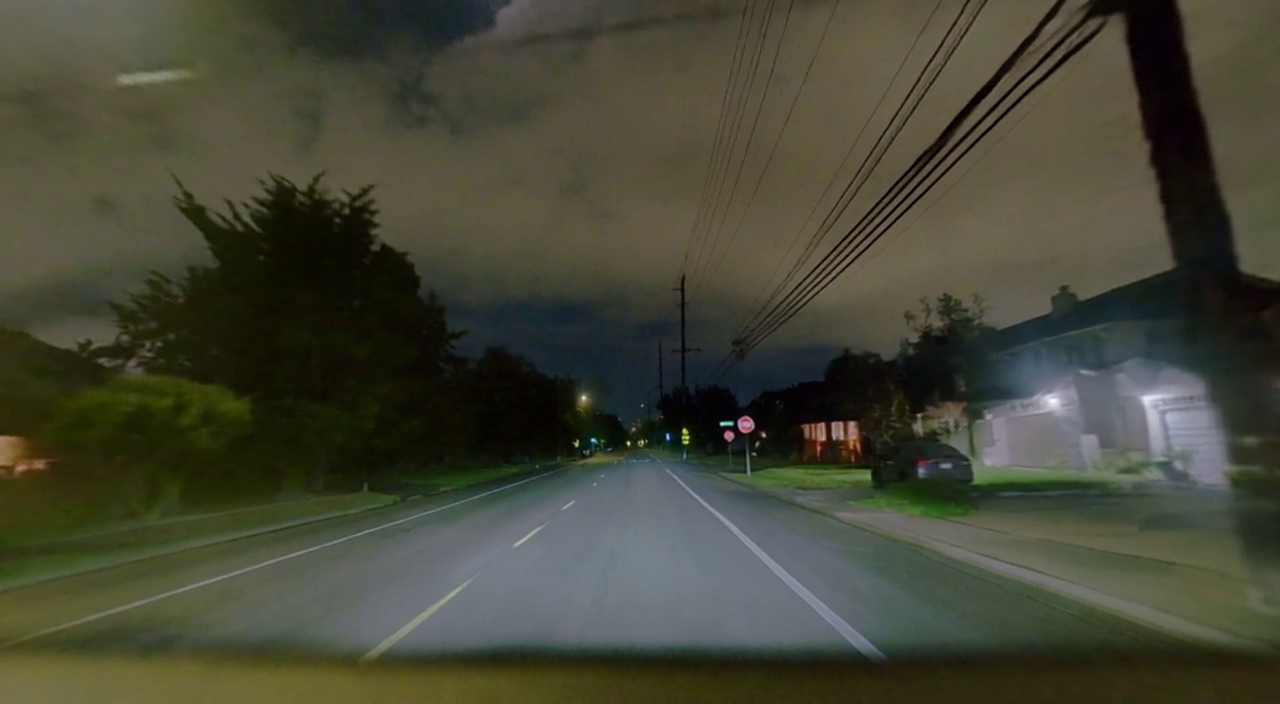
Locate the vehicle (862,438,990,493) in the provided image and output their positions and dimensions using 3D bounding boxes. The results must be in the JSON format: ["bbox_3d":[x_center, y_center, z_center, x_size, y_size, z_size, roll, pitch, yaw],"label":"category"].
[{"bbox_3d":[8.699,3.471,19.715,1.811,1.491,4.407,0,-8,-2],"label":"vehicle"}]
